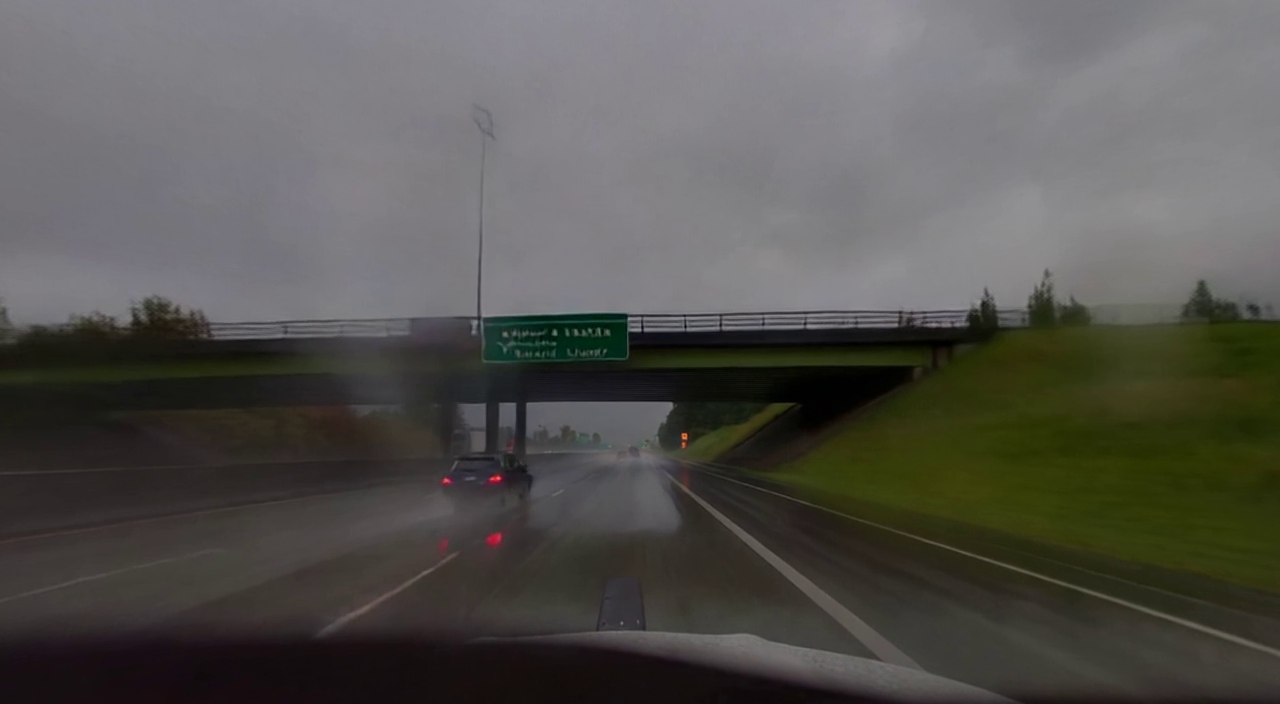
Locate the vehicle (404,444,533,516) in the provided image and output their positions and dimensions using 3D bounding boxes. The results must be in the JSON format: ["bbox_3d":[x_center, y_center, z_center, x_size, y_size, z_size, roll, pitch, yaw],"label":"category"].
[{"bbox_3d":[-3.992,3.048,15.502,1.992,1.504,4.117,0,-9,0],"label":"vehicle"}]
